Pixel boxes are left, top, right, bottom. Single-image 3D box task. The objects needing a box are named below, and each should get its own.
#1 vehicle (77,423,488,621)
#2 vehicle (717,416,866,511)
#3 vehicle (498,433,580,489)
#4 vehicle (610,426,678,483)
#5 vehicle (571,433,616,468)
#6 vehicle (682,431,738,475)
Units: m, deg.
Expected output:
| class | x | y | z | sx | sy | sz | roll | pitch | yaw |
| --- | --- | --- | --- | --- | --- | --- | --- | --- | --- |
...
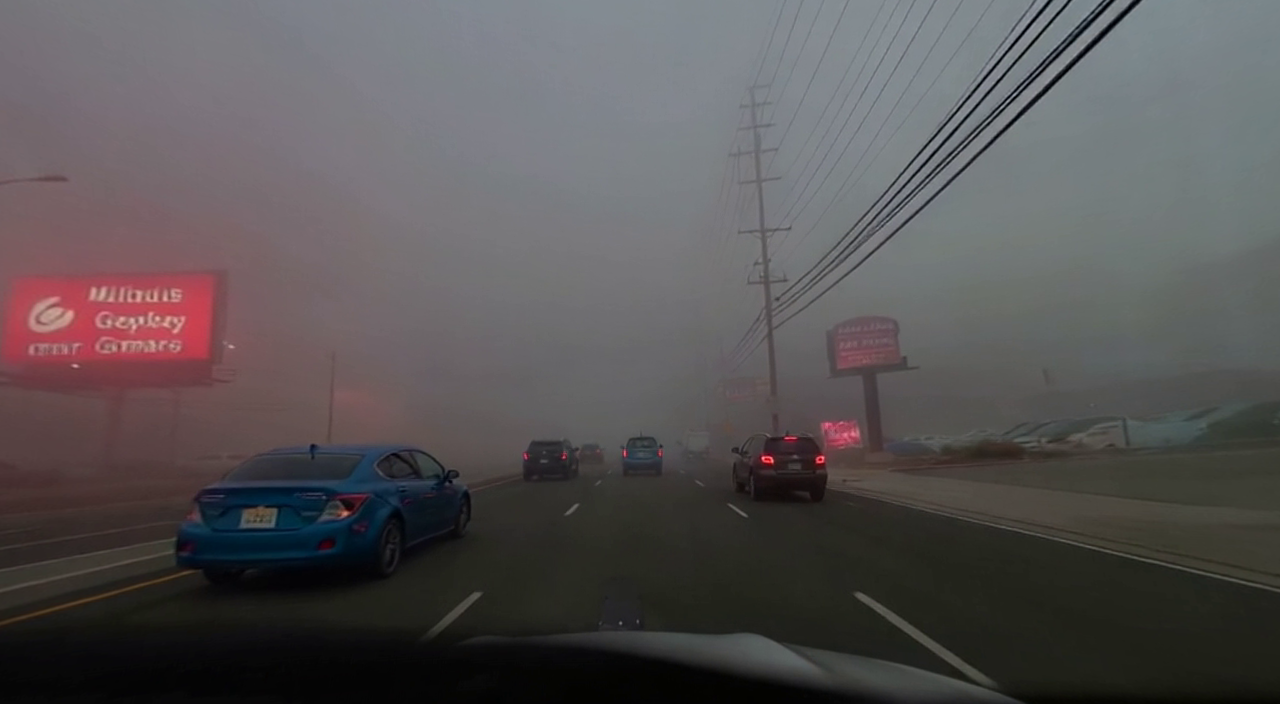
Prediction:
| class | x | y | z | sx | sy | sz | roll | pitch | yaw |
| --- | --- | --- | --- | --- | --- | --- | --- | --- | --- |
| vehicle | -3.299 | 1.641 | 7.161 | 2.022 | 1.498 | 4.471 | 0 | -8 | 0 |
| vehicle | 3.361 | 2.612 | 15.265 | 2.282 | 1.897 | 4.915 | 0 | -8 | -1 |
| vehicle | -3.233 | 3.573 | 21.017 | 2.051 | 1.671 | 3.861 | 0 | -8 | 0 |
| vehicle | 0.109 | 3.815 | 23.700 | 2.326 | 1.925 | 4.253 | 0 | -8 | -1 |
| vehicle | -2.827 | 6.195 | 39.947 | 2.405 | 2.009 | 5.909 | 0 | -8 | 0 |
| vehicle | 3.208 | 4.724 | 29.809 | 2.026 | 1.904 | 4.102 | 0 | -8 | -2 |
